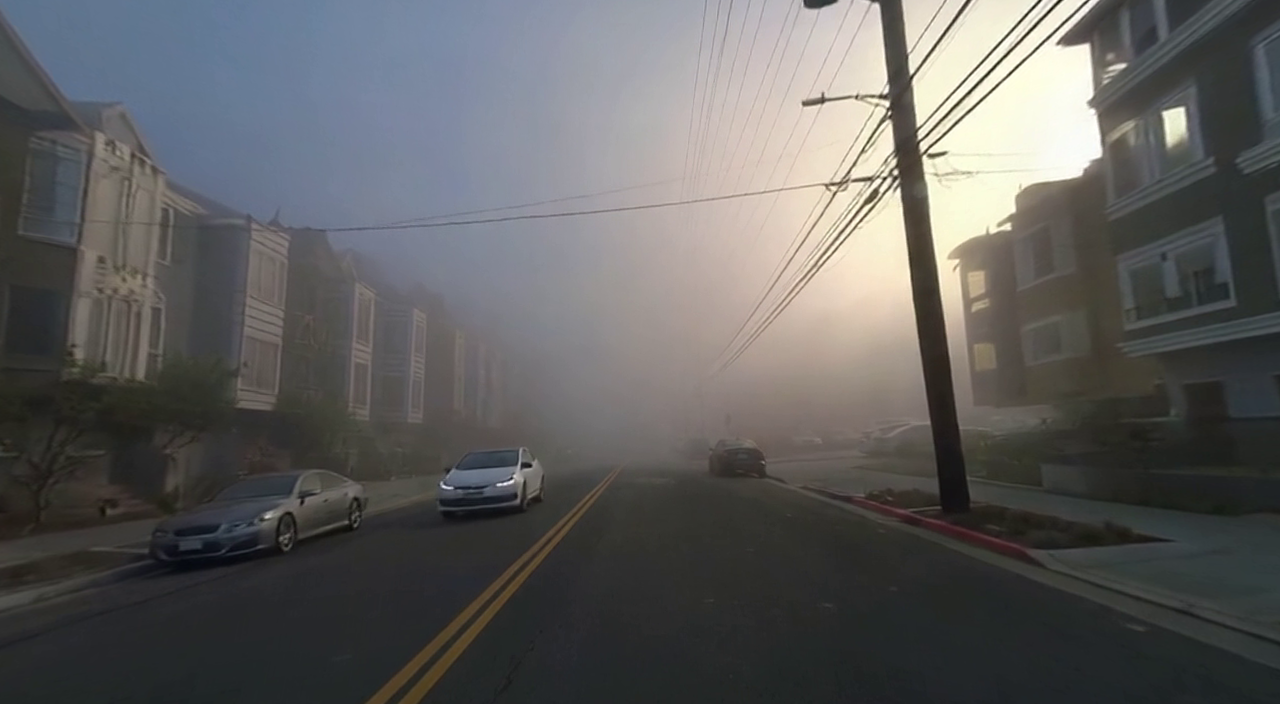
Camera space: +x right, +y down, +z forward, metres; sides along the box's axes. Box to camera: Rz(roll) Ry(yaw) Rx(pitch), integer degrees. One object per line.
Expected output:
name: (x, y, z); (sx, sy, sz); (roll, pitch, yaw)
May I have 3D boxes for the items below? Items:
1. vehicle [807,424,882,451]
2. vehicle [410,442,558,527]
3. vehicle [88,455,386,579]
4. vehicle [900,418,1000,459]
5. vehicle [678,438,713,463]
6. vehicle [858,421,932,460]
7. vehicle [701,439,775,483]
vehicle: (13.243, 5.583, 41.141); (1.897, 1.659, 4.648); (4, -9, -27)
vehicle: (-3.085, 2.689, 13.532); (2.052, 1.483, 4.276); (0, -8, 1)
vehicle: (-6.127, 2.503, 10.445); (1.863, 1.449, 4.536); (-1, -8, 2)
vehicle: (12.890, 3.691, 26.608); (1.997, 1.546, 4.370); (-2, -9, 1)
vehicle: (3.700, 6.624, 42.479); (1.914, 1.591, 3.892); (0, -8, -1)
vehicle: (10.552, 3.697, 26.372); (1.801, 1.491, 3.488); (-1, -8, 4)
vehicle: (3.510, 3.984, 23.475); (1.928, 1.440, 4.738); (0, -8, -1)
